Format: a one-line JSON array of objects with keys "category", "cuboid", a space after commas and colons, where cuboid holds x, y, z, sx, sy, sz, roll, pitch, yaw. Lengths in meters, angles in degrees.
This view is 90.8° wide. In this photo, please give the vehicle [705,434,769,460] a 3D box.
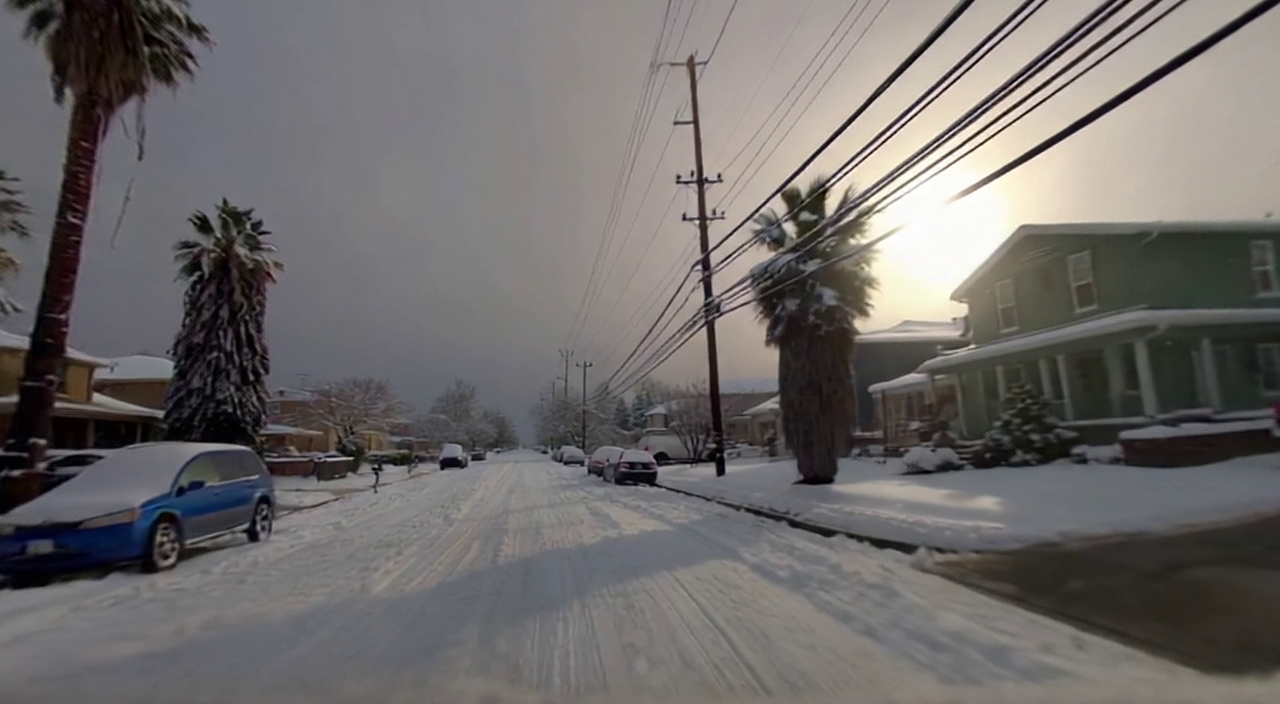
[{"category": "vehicle", "cuboid": [7.247, 7.152, 47.514, 4.219, 1.693, 2.324, 5, -9, -9]}]

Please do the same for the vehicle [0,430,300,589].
[{"category": "vehicle", "cuboid": [-7.554, 2.303, 9.843, 2.410, 1.790, 4.699, -1, -10, -8]}]

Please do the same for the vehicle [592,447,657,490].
[{"category": "vehicle", "cuboid": [-0.690, 4.415, 24.335, 1.870, 1.490, 3.802, 1, -9, -11]}]

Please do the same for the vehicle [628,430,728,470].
[{"category": "vehicle", "cuboid": [2.257, 6.084, 39.285, 5.900, 2.328, 2.603, 1, -9, -5]}]
